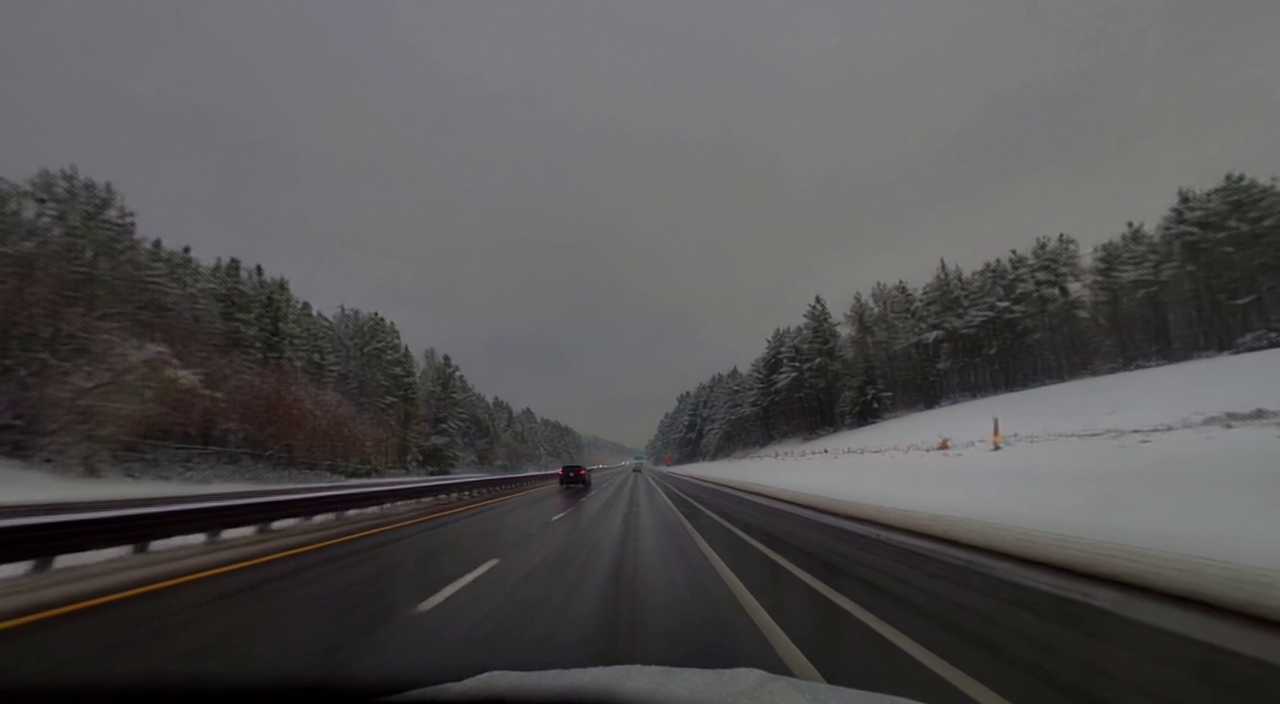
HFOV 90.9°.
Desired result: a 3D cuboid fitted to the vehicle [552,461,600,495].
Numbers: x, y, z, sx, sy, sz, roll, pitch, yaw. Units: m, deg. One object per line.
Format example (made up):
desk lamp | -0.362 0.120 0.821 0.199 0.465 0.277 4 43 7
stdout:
vehicle | -3.155 6.318 31.748 1.900 1.550 4.146 1 -11 1
